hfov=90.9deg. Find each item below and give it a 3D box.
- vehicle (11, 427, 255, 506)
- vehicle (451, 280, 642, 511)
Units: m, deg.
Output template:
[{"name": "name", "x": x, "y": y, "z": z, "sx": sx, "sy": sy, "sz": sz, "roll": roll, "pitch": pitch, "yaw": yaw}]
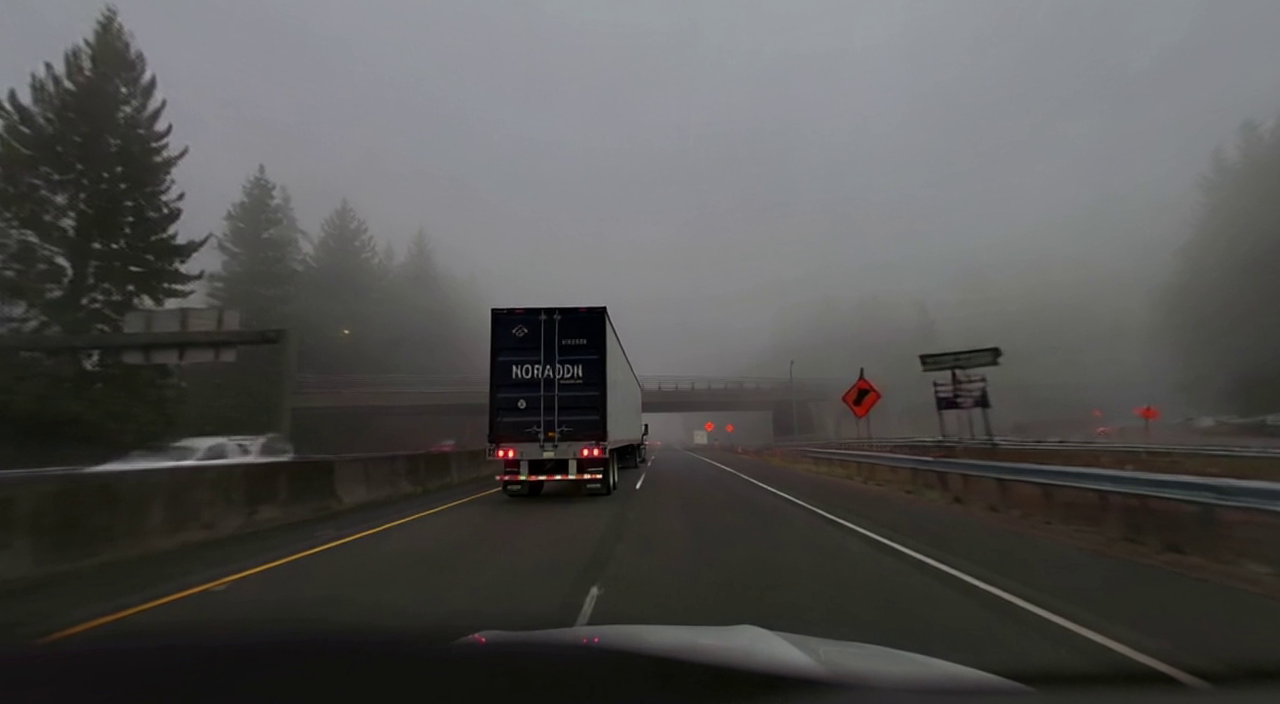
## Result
[{"name": "vehicle", "x": -12.385, "y": 2.815, "z": 15.980, "sx": 2.199, "sy": 1.693, "sz": 4.664, "roll": 0, "pitch": -8, "yaw": 2}, {"name": "vehicle", "x": -1.596, "y": 1.902, "z": 19.209, "sx": 2.873, "sy": 4.060, "sz": 16.327, "roll": 0, "pitch": -8, "yaw": 2}]
